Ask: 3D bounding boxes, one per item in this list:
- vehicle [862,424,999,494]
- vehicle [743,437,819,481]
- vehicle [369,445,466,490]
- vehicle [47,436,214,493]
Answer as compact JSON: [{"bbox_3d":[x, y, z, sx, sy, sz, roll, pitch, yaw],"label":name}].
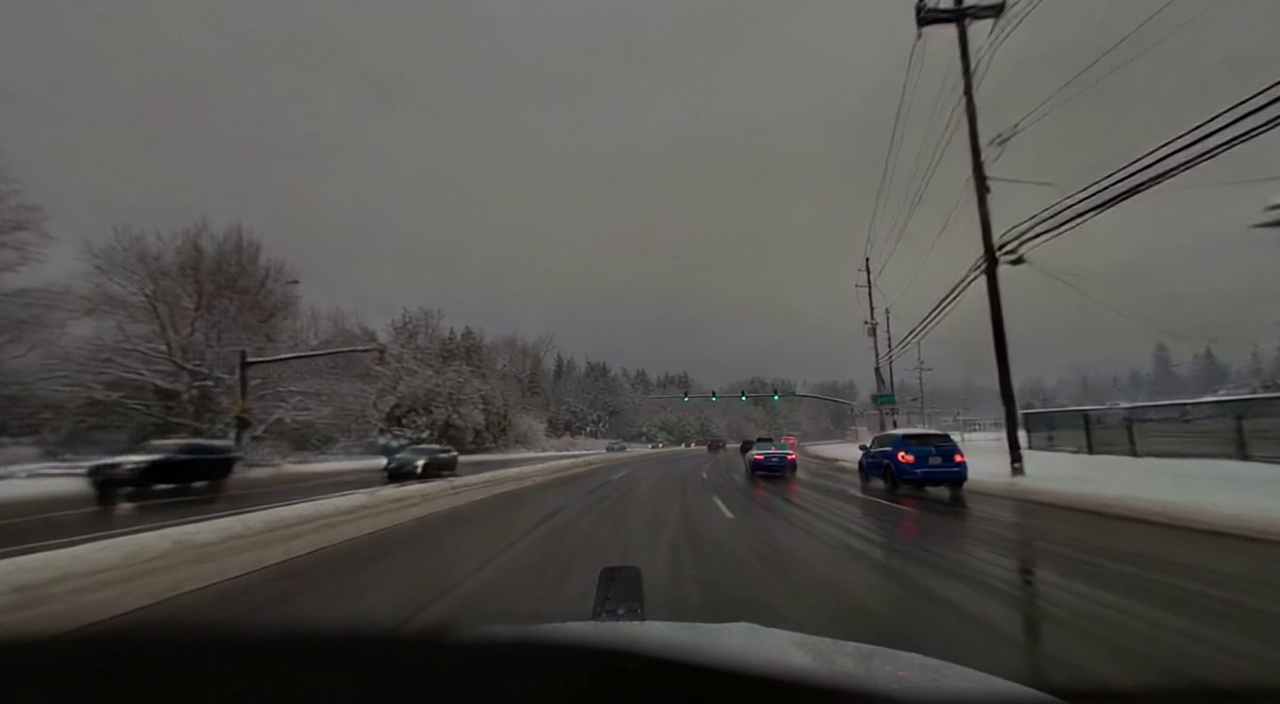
[{"bbox_3d":[8.261,3.084,18.521,2.029,1.795,4.371,-1,-8,2],"label":"vehicle"},{"bbox_3d":[5.073,3.895,23.337,2.035,1.460,4.392,-1,-8,3],"label":"vehicle"},{"bbox_3d":[-8.655,4.514,25.059,2.107,1.587,4.514,-1,-8,2],"label":"vehicle"},{"bbox_3d":[-17.803,3.916,22.446,1.948,1.772,4.491,-1,-8,4],"label":"vehicle"}]
